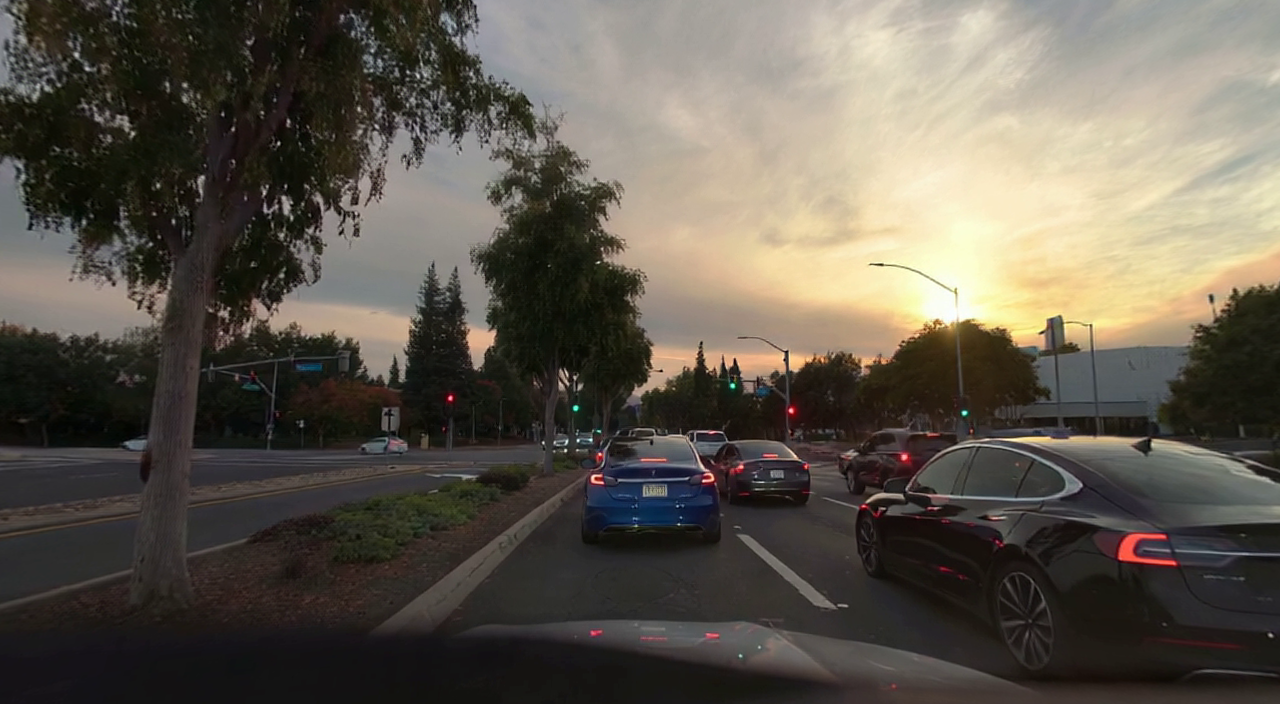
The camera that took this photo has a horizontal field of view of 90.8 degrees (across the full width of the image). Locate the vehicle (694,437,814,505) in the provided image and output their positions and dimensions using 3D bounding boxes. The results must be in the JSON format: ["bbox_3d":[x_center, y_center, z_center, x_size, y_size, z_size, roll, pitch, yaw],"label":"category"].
[{"bbox_3d":[2.687,2.924,16.027,2.058,1.466,4.208,0,-8,-3],"label":"vehicle"}]

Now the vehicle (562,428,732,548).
[{"bbox_3d":[0.027,2.038,10.174,2.147,1.499,4.240,0,-8,-2],"label":"vehicle"}]

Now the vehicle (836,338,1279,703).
[{"bbox_3d":[3.177,1.106,4.298,2.167,1.676,4.443,0,-8,-1],"label":"vehicle"}]

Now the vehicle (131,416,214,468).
[{"bbox_3d":[-29.265,5.647,39.696,2.608,2.990,3.026,2,-8,1],"label":"vehicle"}]

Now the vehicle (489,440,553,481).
[{"bbox_3d":[-4.644,4.283,25.256,1.972,1.457,4.171,0,-8,-4],"label":"vehicle"}]
